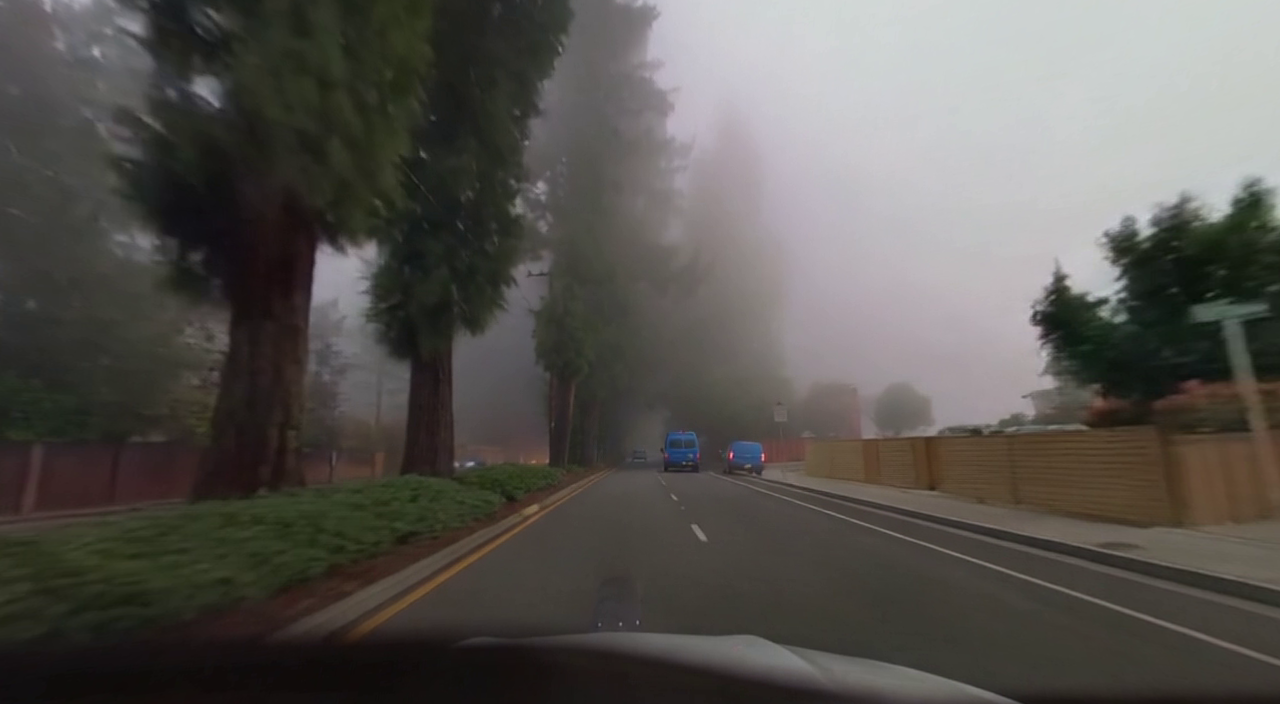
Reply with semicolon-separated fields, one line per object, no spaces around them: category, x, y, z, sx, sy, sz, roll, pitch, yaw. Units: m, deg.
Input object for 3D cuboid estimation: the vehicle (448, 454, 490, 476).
vehicle;-13.021;8.616;48.432;1.908;1.477;4.750;0;-8;1
